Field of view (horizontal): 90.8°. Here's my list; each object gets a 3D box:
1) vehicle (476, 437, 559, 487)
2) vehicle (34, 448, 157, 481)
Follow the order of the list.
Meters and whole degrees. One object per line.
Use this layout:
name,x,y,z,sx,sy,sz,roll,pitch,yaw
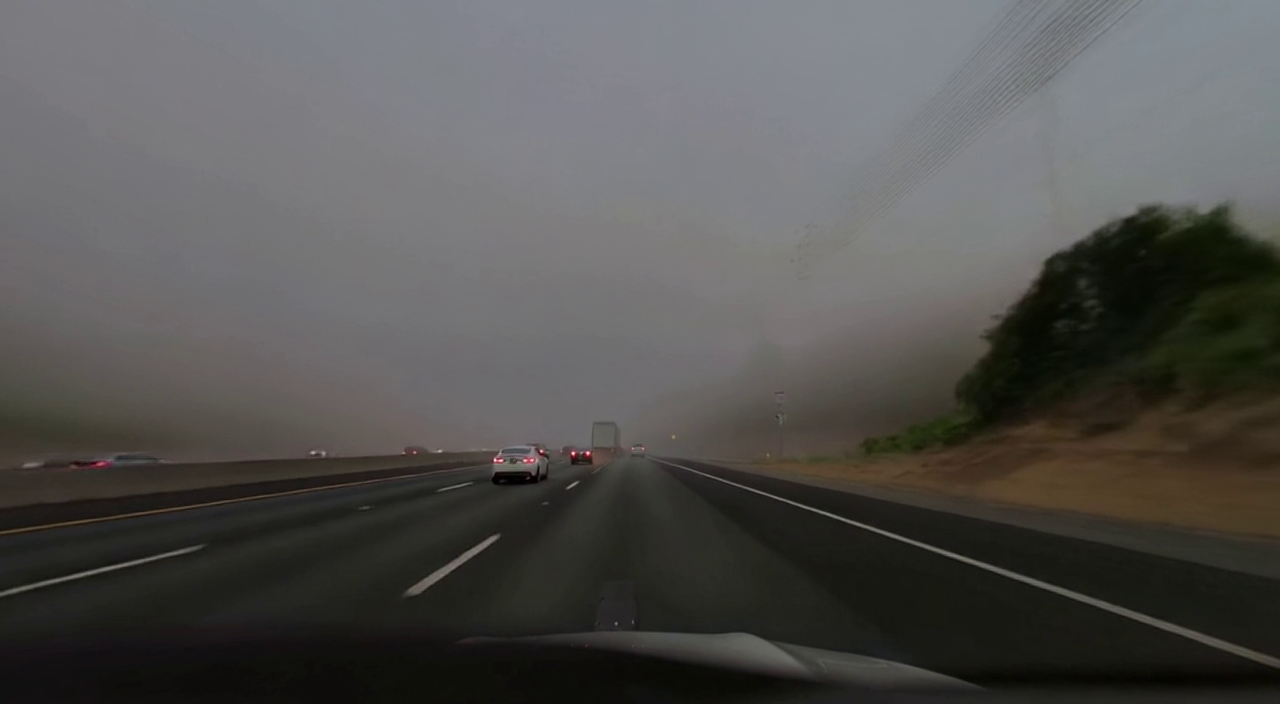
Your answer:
vehicle,-4.147,3.799,22.126,1.963,1.533,4.477,0,-8,0
vehicle,-26.208,5.405,30.655,1.841,1.449,4.570,0,-8,1
